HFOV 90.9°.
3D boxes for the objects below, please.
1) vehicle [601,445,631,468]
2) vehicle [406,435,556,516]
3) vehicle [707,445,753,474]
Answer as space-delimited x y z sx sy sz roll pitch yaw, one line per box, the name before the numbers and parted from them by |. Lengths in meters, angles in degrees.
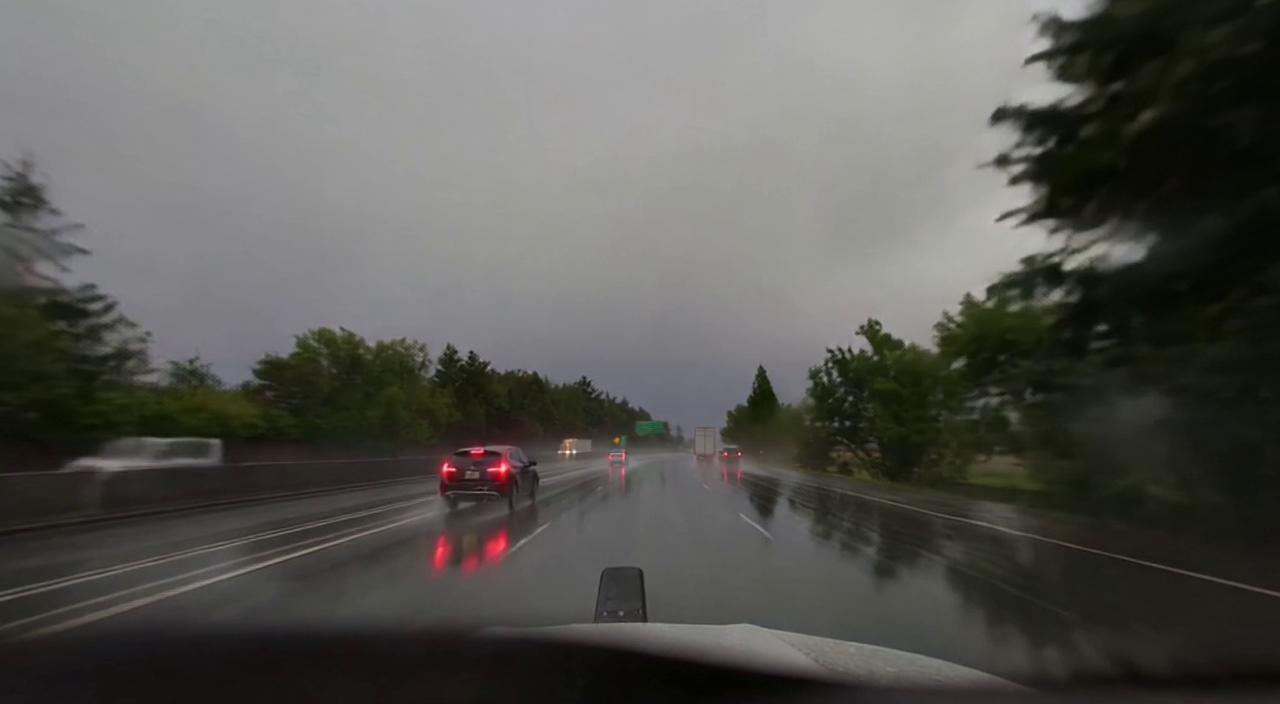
vehicle | -1.815 8.137 49.156 2.017 1.683 4.309 -1 -9 3
vehicle | -3.366 2.741 14.505 2.085 1.530 4.809 0 -9 2
vehicle | 5.199 6.287 36.922 2.176 1.598 3.878 0 -9 1
